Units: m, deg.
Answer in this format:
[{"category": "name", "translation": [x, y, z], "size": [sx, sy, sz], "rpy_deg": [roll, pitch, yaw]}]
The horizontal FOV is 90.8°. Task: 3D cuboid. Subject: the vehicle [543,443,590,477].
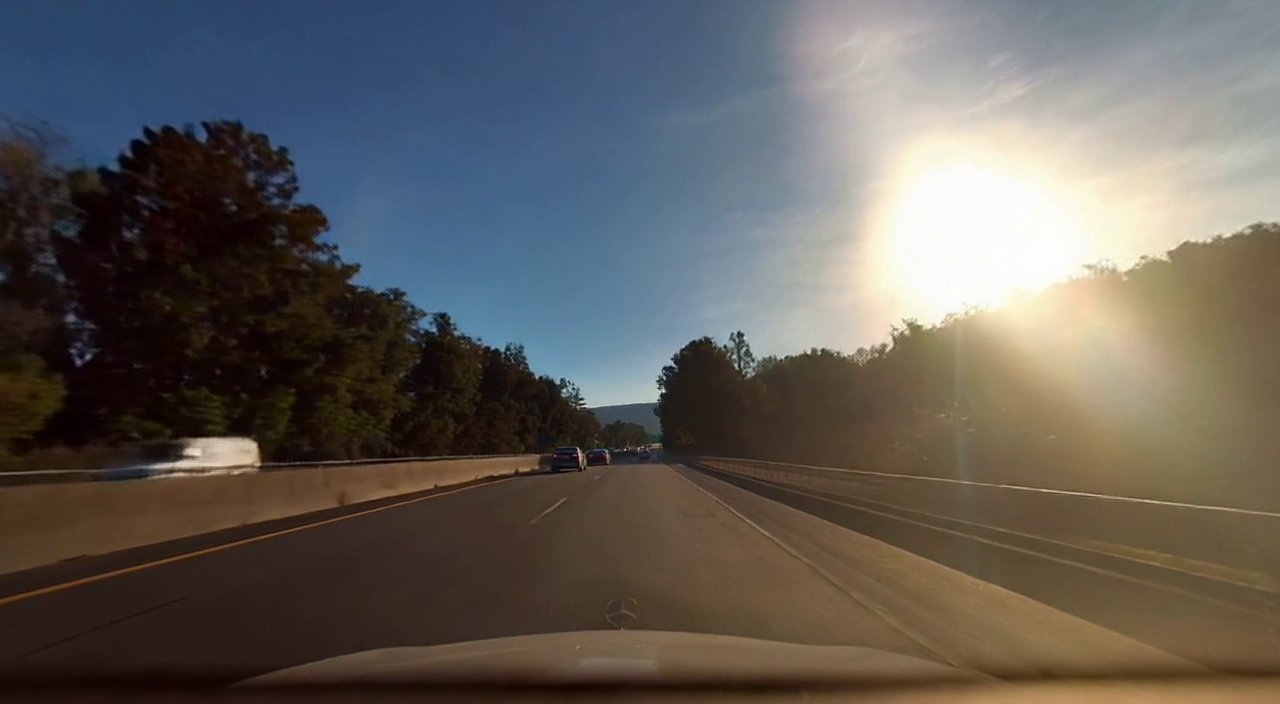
[{"category": "vehicle", "translation": [-3.639, 5.433, 31.946], "size": [1.846, 1.600, 4.108], "rpy_deg": [0, -9, 1]}]
